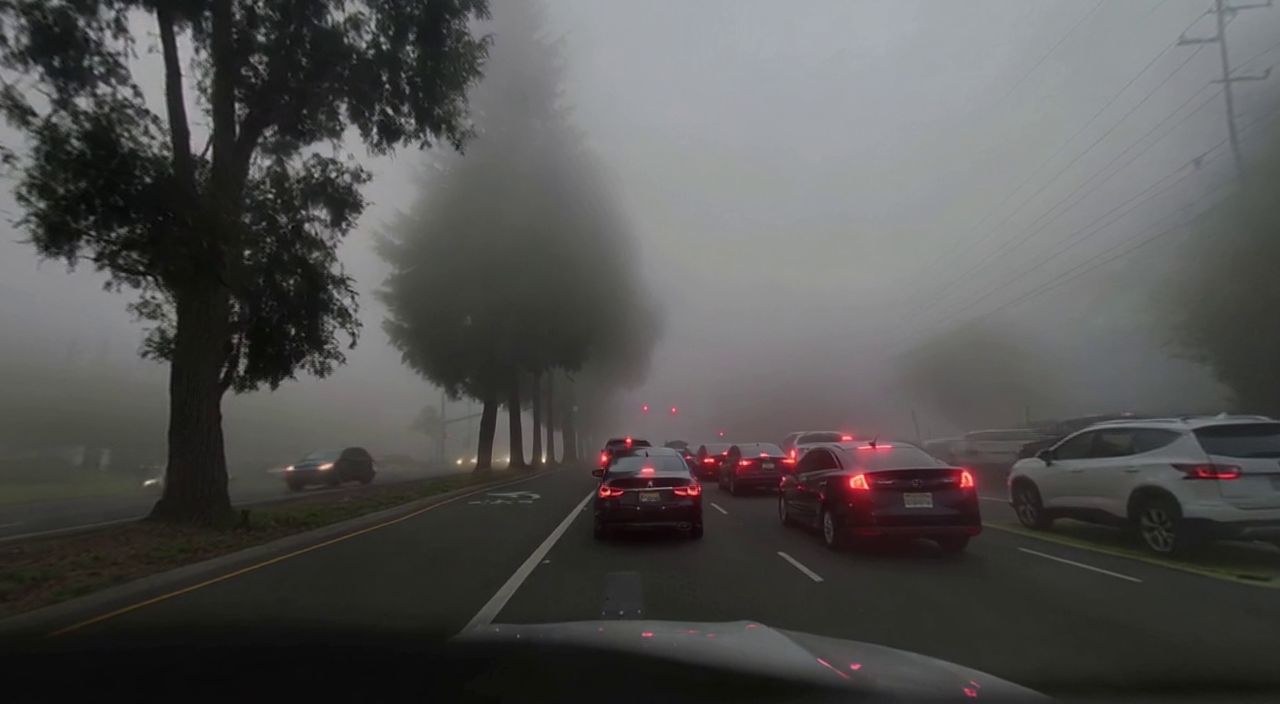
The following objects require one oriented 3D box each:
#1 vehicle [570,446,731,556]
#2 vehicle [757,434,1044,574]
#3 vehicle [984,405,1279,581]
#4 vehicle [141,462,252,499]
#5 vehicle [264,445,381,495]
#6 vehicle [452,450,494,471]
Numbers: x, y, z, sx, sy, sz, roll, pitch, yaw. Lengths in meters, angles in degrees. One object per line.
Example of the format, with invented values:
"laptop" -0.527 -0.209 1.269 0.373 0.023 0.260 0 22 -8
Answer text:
"vehicle" 0.096 2.154 9.913 1.990 1.347 4.067 0 -8 -1
"vehicle" 3.191 1.970 9.150 1.970 1.445 4.974 0 -8 -1
"vehicle" 6.910 1.727 8.536 1.987 1.730 4.373 0 -8 -1
"vehicle" -18.434 5.334 26.524 1.798 1.333 3.944 0 -9 0
"vehicle" -11.644 4.316 23.589 1.980 1.675 4.581 0 -8 0
"vehicle" -12.473 8.105 47.422 1.943 1.467 4.442 0 -9 0
